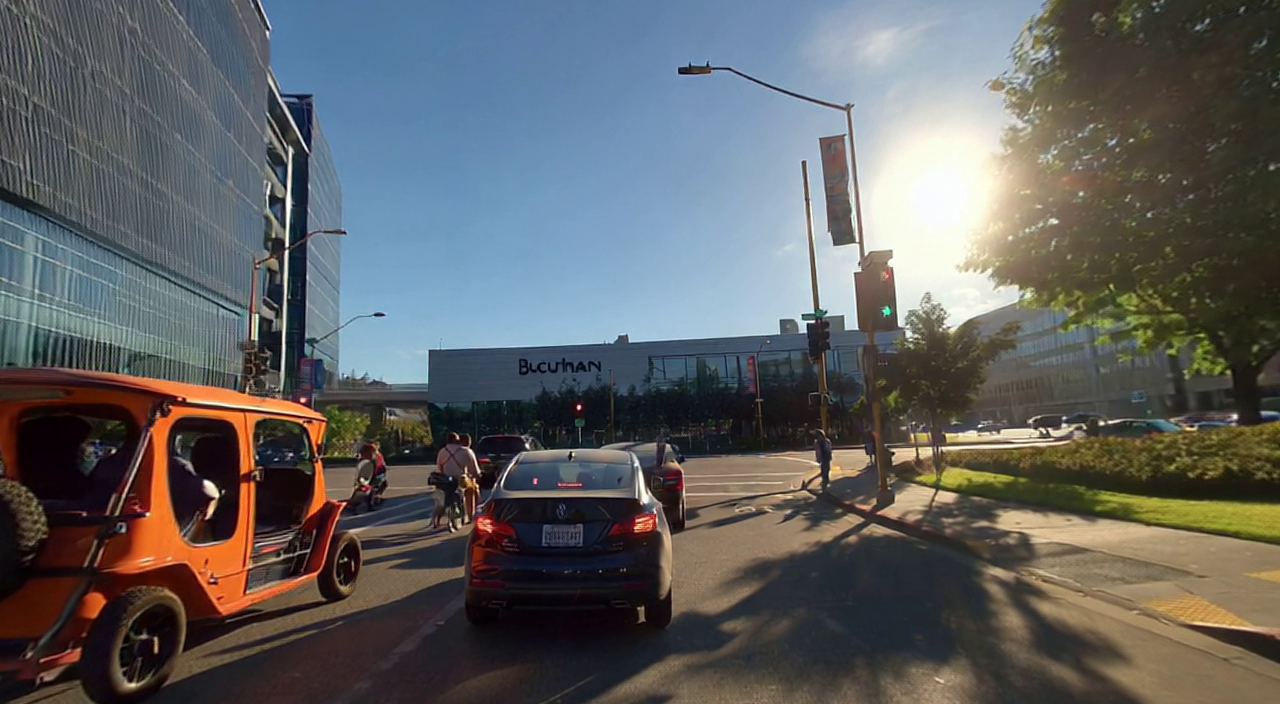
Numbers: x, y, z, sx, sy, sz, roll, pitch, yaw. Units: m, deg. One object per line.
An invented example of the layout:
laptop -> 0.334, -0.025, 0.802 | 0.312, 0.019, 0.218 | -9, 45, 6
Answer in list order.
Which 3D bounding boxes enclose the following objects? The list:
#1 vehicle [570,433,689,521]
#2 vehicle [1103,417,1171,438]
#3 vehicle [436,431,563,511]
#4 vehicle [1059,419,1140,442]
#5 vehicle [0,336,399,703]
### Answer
vehicle -> -0.134, 2.427, 12.740 | 2.025, 1.458, 4.085 | 0, -8, 1
vehicle -> 36.782, 5.605, 46.545 | 1.625, 1.449, 3.557 | 6, -11, -38
vehicle -> -3.152, 2.767, 15.060 | 1.935, 1.615, 4.073 | -1, -8, 3
vehicle -> 30.727, 5.279, 42.083 | 1.751, 1.420, 4.027 | 8, -12, -43
vehicle -> -3.609, 1.130, 4.452 | 2.000, 1.809, 4.405 | 0, -8, 1
